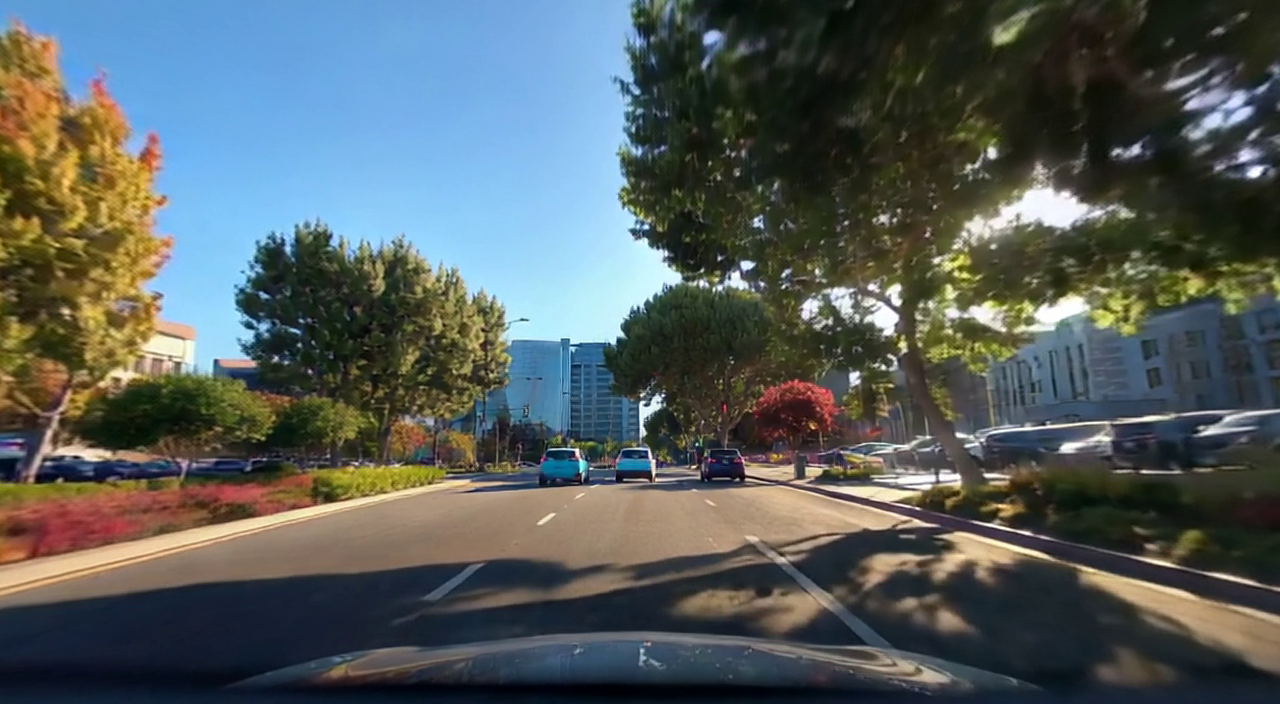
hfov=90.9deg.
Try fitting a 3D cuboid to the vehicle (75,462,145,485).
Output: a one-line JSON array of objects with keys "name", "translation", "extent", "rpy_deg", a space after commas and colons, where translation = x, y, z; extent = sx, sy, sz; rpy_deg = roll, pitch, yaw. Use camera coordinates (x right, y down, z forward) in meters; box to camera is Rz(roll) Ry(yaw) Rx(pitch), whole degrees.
[{"name": "vehicle", "translation": [-39.543, 9.071, 47.216], "extent": [1.750, 1.462, 4.400], "rpy_deg": [1, -8, -6]}]

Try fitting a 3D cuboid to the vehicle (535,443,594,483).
[{"name": "vehicle", "translation": [-3.383, 5.082, 29.217], "extent": [2.047, 1.710, 4.314], "rpy_deg": [0, -8, 2]}]

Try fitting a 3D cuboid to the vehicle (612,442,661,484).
[{"name": "vehicle", "translation": [-0.094, 4.832, 27.793], "extent": [2.022, 1.700, 4.084], "rpy_deg": [0, -8, 1]}]

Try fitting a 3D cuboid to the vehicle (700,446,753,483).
[{"name": "vehicle", "translation": [3.932, 5.172, 29.364], "extent": [1.847, 1.554, 4.052], "rpy_deg": [0, -8, -1]}]
